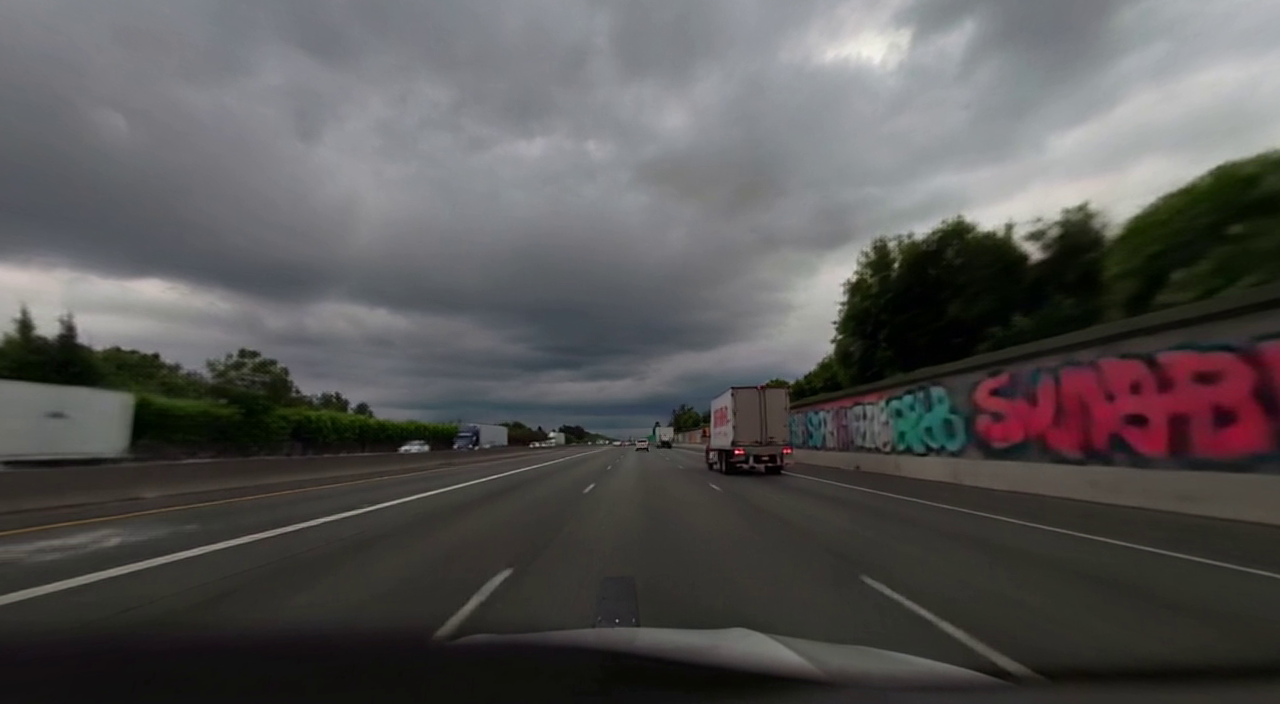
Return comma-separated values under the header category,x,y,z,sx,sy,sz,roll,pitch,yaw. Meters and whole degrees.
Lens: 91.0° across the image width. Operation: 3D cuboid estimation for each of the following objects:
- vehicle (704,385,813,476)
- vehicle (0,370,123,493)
category,x,y,z,sx,sy,sz,roll,pitch,yaw
vehicle,5.142,3.761,29.713,2.949,3.470,10.539,0,-8,-1
vehicle,-20.795,1.847,15.004,2.850,3.711,17.121,0,-8,-1
